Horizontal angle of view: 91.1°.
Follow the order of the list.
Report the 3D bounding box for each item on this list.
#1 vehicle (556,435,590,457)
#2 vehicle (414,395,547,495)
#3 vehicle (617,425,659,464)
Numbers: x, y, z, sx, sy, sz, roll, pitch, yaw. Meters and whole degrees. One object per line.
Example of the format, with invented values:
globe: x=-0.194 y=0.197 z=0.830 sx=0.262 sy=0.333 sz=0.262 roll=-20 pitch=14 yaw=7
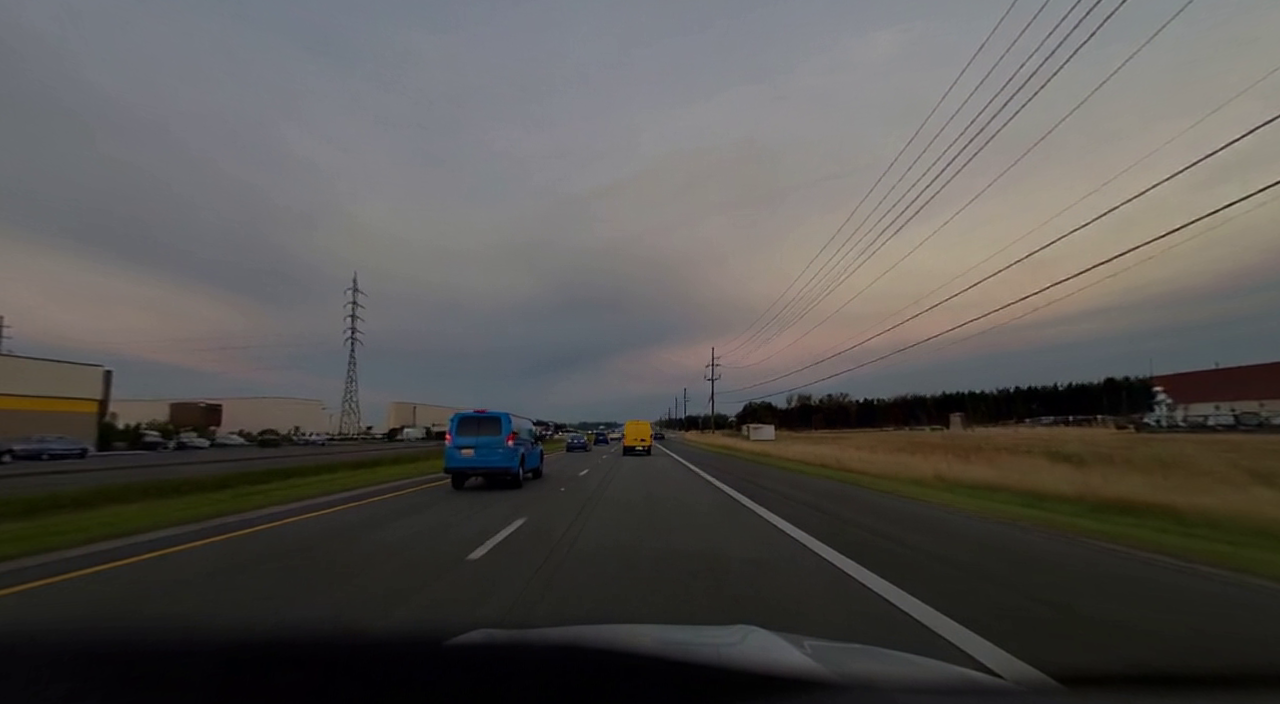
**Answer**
vehicle: x=-4.834 y=6.832 z=45.945 sx=2.058 sy=1.557 sz=4.125 roll=0 pitch=-8 yaw=-1
vehicle: x=-4.303 y=2.642 z=18.219 sx=2.388 sy=2.410 sz=5.787 roll=0 pitch=-8 yaw=-1
vehicle: x=-0.167 y=5.144 z=35.062 sx=2.213 sy=1.997 sz=4.456 roll=0 pitch=-8 yaw=-1
